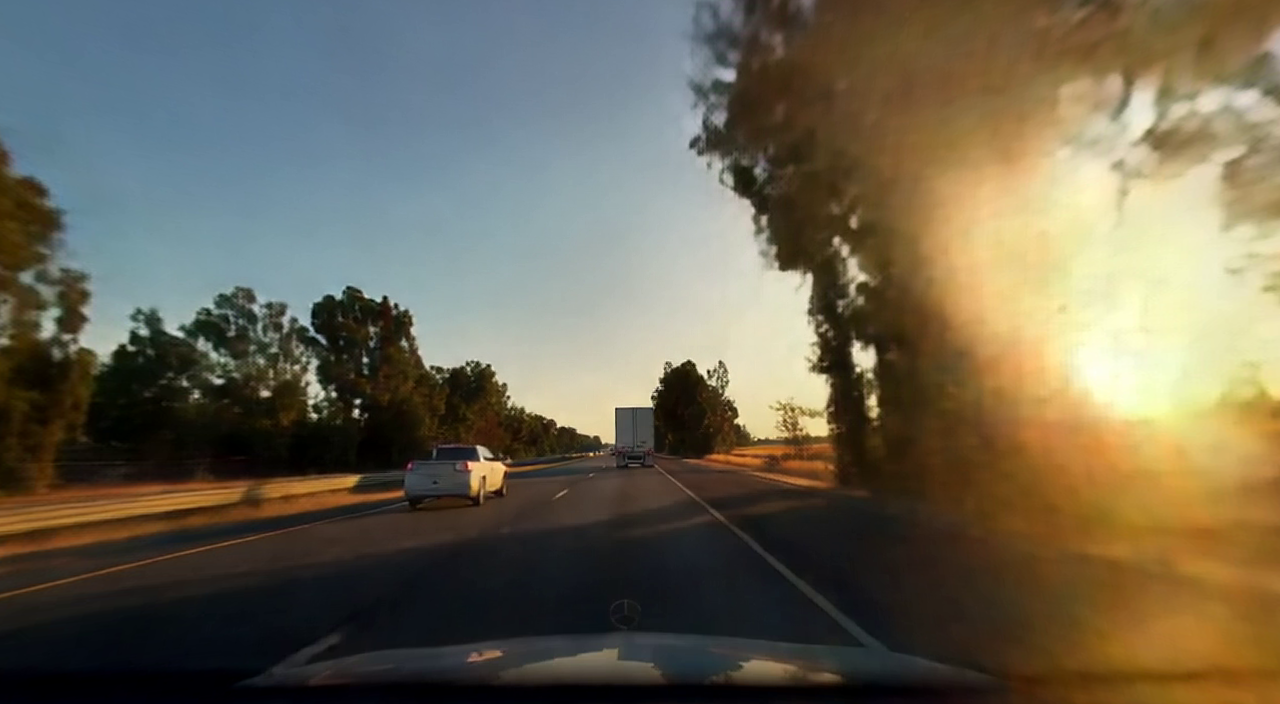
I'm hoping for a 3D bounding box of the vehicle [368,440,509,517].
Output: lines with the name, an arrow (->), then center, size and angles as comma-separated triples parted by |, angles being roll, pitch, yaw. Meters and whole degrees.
vehicle -> -4.383, 2.800, 14.399 | 1.937, 1.493, 3.779 | 0, -9, 0
